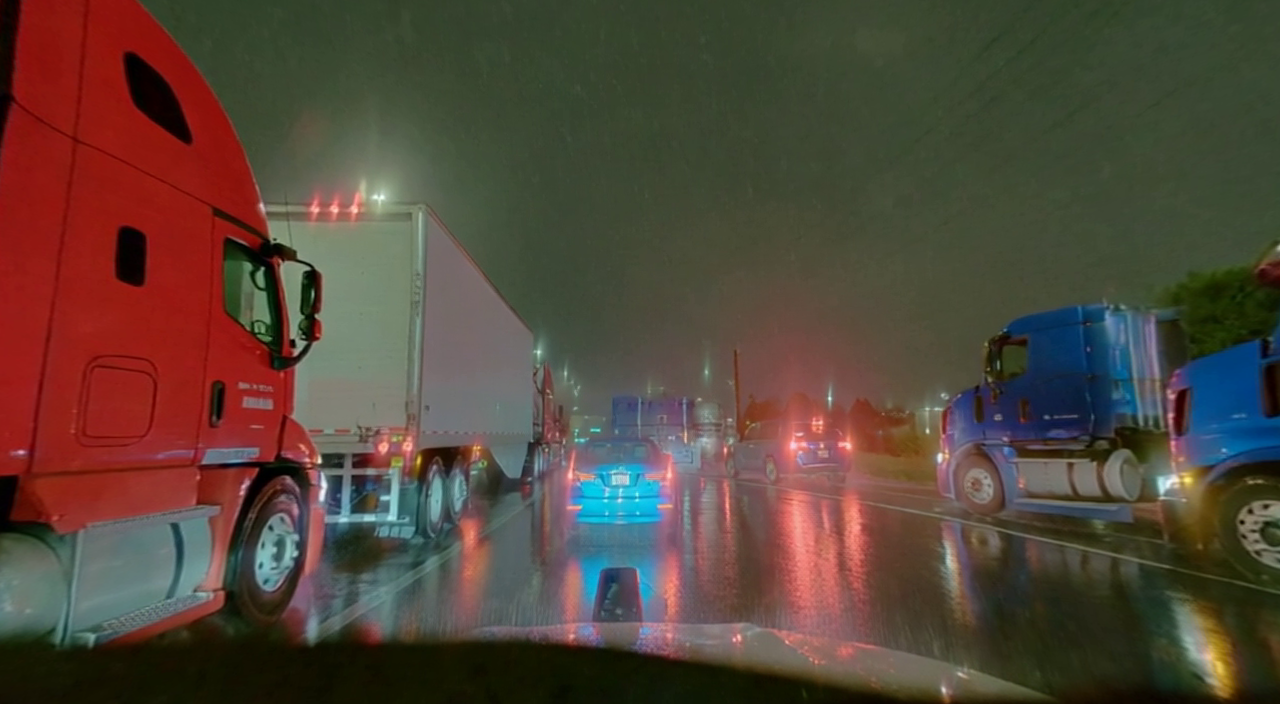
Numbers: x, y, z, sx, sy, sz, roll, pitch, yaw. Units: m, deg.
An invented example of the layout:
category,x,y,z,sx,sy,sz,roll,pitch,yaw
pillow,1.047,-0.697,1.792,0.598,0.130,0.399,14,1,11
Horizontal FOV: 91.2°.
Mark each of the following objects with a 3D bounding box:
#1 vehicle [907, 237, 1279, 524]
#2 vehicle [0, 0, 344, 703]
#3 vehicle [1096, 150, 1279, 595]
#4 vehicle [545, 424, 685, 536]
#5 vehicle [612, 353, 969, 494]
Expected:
category,x,y,z,sx,sy,sz,roll,pitch,yaw
vehicle,10.743,0.481,9.890,11.409,4.186,2.923,-8,-12,41
vehicle,-3.961,-0.170,0.643,2.986,3.391,9.523,0,-9,-2
vehicle,11.159,-0.340,3.272,13.564,4.152,3.110,-9,-12,42
vehicle,-0.405,2.270,11.640,2.140,1.682,3.971,0,-9,-1
vehicle,4.614,3.035,24.811,2.877,4.124,14.516,4,-10,-41
